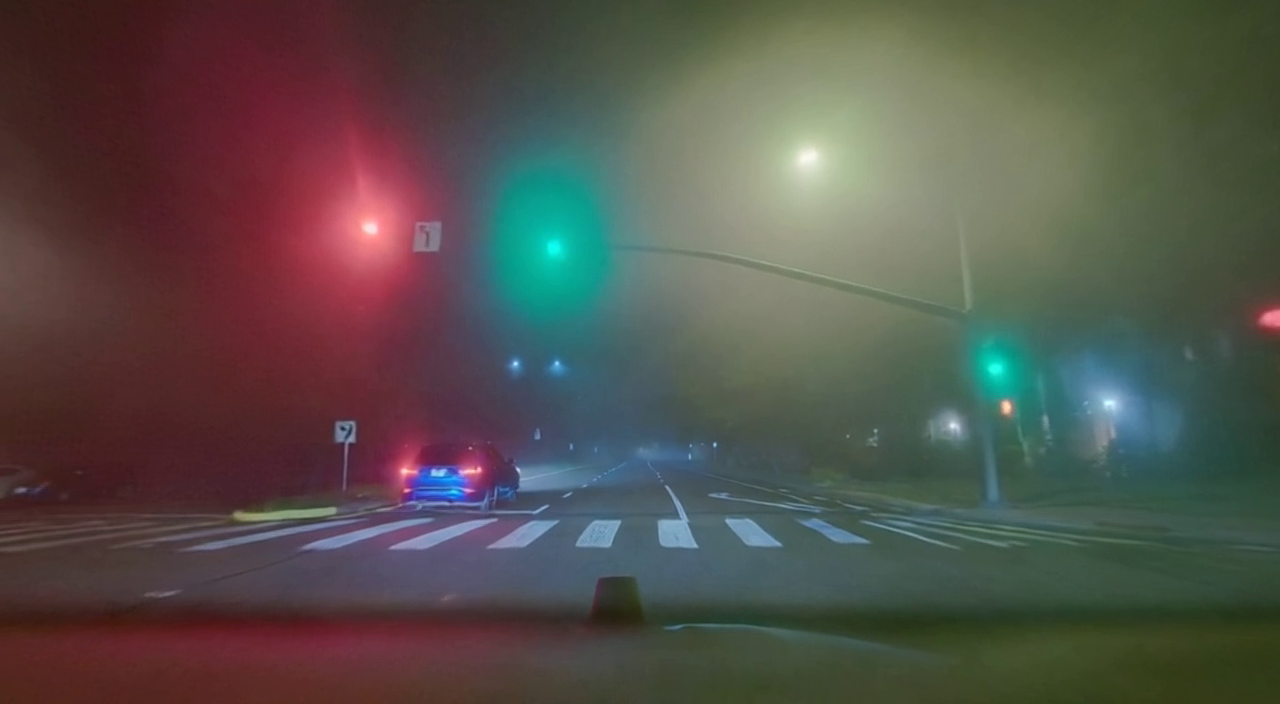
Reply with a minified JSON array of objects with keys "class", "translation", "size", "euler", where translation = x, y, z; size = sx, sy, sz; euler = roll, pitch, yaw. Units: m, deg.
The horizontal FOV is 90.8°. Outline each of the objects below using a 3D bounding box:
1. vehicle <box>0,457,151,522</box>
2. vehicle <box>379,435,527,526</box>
[{"class":"vehicle","translation":[-16.565,3.737,17.737],"size":[1.941,1.495,4.713],"euler":[0,-8,-1]},{"class":"vehicle","translation":[-3.978,2.796,14.335],"size":[1.993,1.733,4.262],"euler":[0,-8,1]}]
